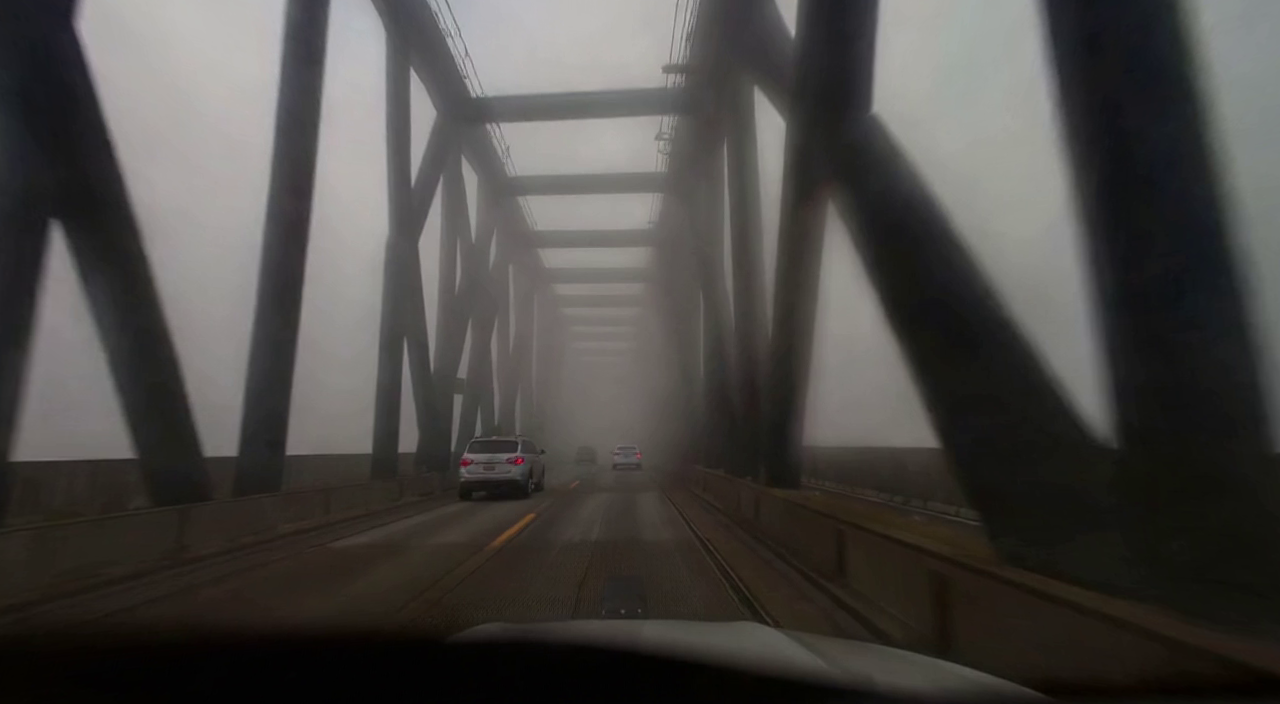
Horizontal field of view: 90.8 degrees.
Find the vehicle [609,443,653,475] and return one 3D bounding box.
[{"bbox_3d":[-0.470,5.285,31.398,2.048,1.450,3.973,0,-9,-1],"label":"vehicle"}]

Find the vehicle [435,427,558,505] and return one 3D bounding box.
[{"bbox_3d":[-3.709,3.059,17.390,2.190,1.807,4.741,-1,-9,1],"label":"vehicle"}]
